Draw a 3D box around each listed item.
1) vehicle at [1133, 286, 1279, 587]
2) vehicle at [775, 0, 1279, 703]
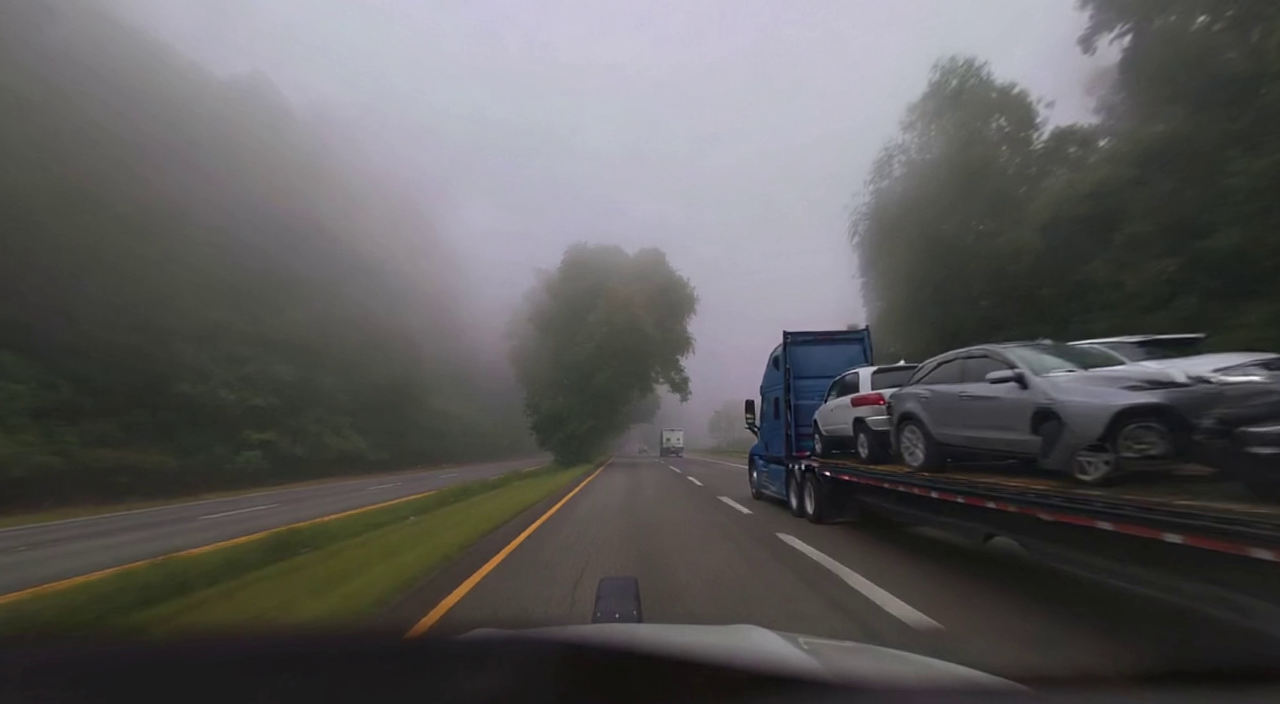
[{"bbox_3d":[4.404,0.171,2.036,2.048,1.580,4.334,-4,-10,1],"label":"vehicle"},{"bbox_3d":[4.385,0.016,3.853,2.846,3.782,16.985,0,-8,-2],"label":"vehicle"}]
